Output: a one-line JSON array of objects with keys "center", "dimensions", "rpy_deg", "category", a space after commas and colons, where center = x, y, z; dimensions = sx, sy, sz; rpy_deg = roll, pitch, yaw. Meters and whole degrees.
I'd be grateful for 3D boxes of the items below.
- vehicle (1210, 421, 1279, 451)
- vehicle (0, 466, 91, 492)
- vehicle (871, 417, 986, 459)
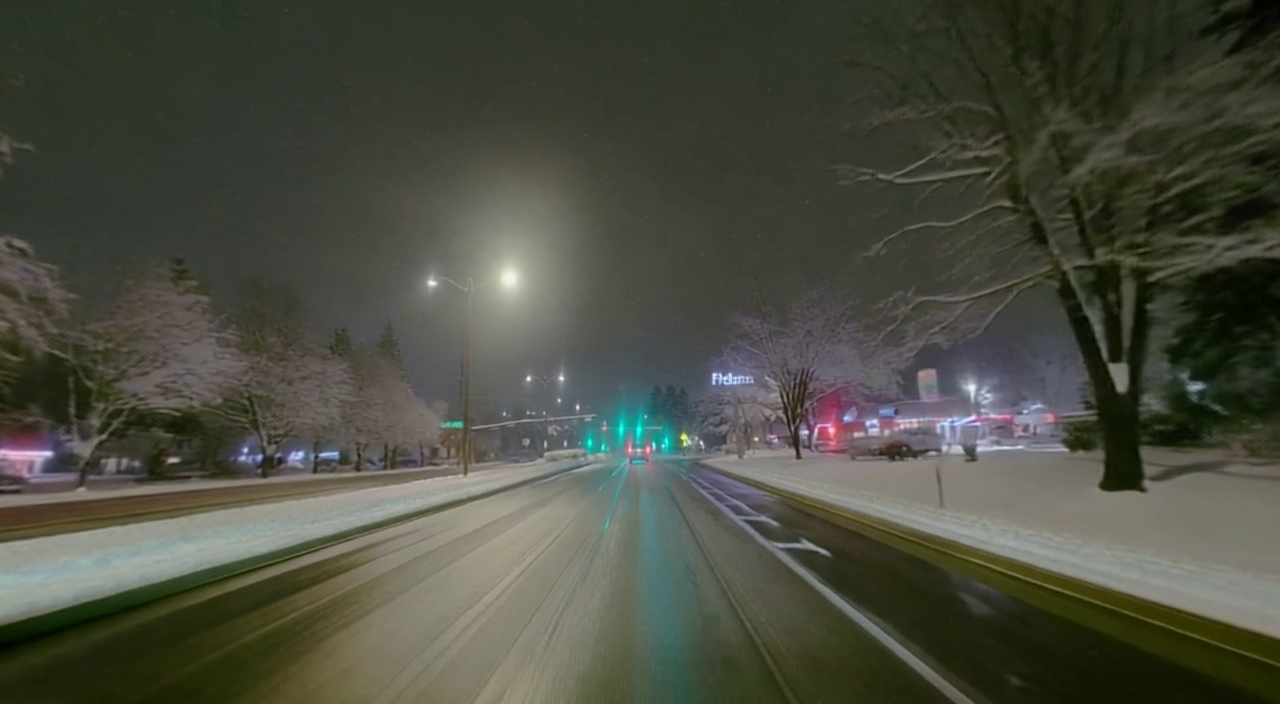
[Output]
[{"center": [33.196, 4.490, 33.761], "dimensions": [1.780, 1.456, 4.390], "rpy_deg": [-6, -10, 8], "category": "vehicle"}, {"center": [-36.982, 7.856, 39.187], "dimensions": [4.104, 1.470, 1.828], "rpy_deg": [0, -8, 1], "category": "vehicle"}, {"center": [13.801, 4.159, 30.386], "dimensions": [4.514, 1.929, 1.991], "rpy_deg": [0, -8, -4], "category": "vehicle"}]
